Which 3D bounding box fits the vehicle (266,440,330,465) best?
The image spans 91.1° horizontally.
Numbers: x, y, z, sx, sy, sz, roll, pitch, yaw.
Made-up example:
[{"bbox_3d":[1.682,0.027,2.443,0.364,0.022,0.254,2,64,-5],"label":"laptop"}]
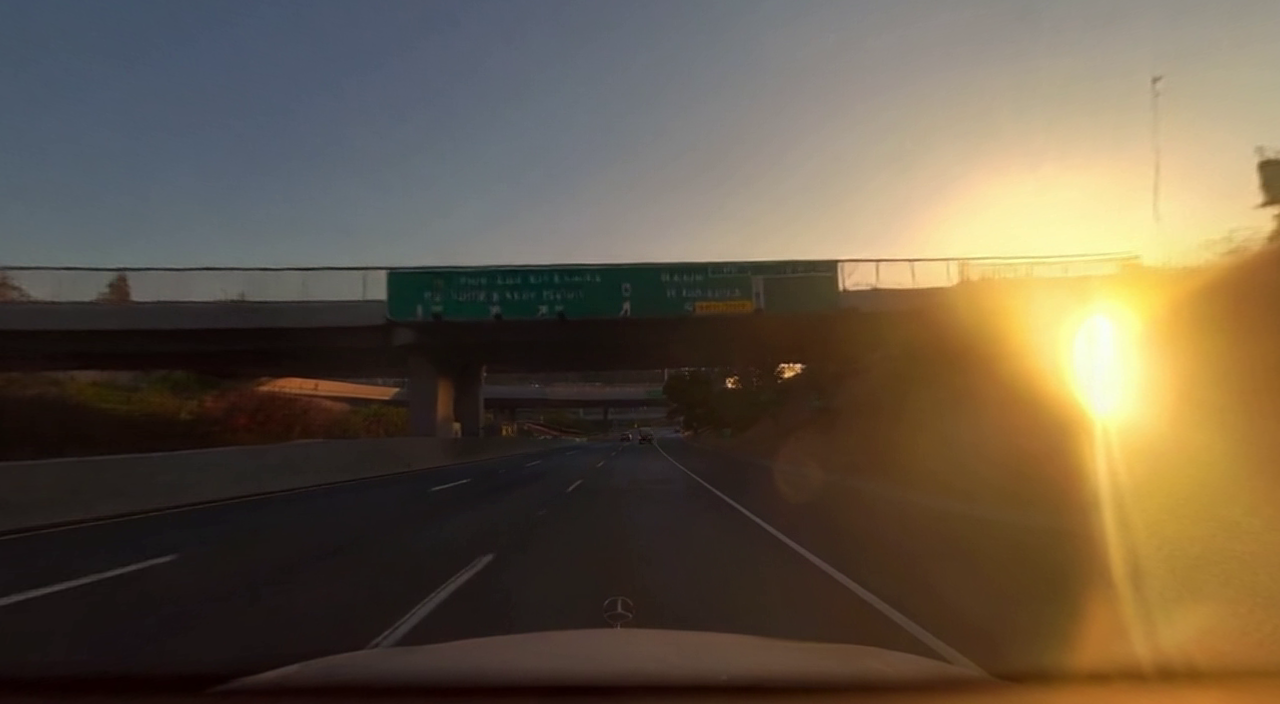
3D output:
[{"bbox_3d":[-22.349,6.569,41.235,1.884,1.521,4.211,0,-8,-1],"label":"vehicle"}]
